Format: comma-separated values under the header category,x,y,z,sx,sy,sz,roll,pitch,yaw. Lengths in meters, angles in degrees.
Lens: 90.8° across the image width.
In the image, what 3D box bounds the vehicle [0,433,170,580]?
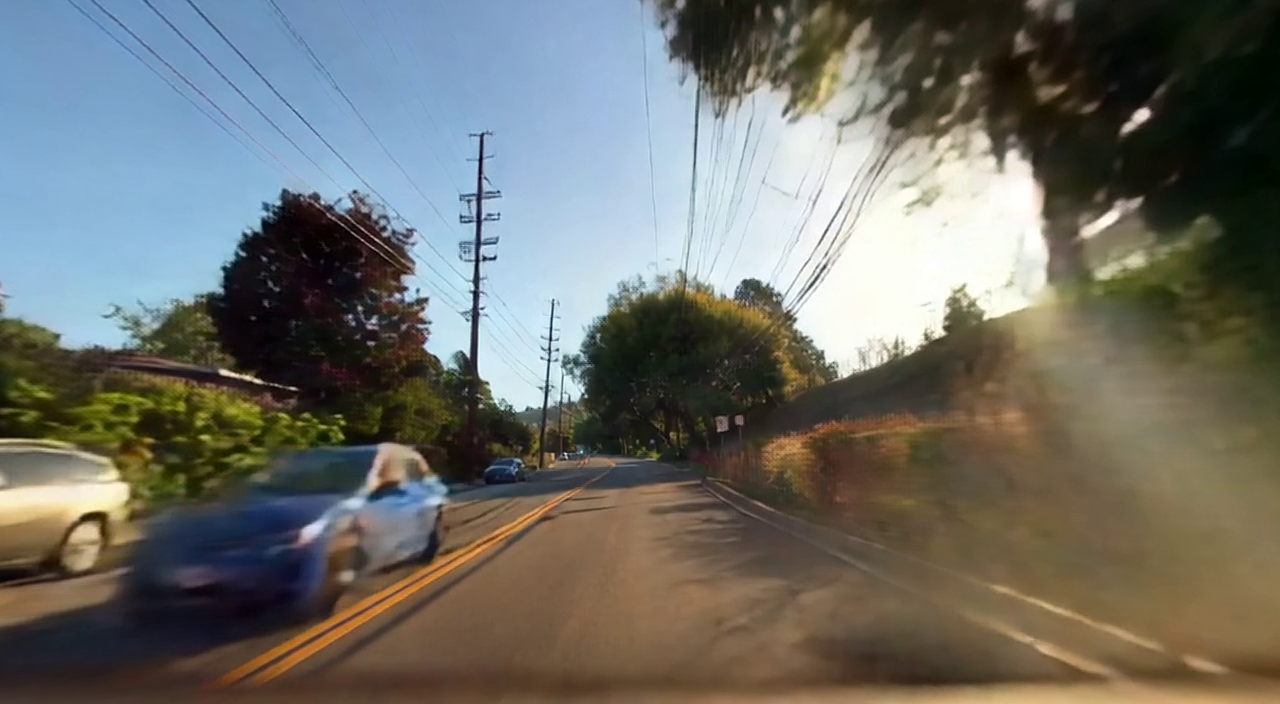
category,x,y,z,sx,sy,sz,roll,pitch,yaw
vehicle,-7.683,1.692,6.670,1.940,1.514,4.544,-4,-11,0

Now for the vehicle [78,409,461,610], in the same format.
category,x,y,z,sx,sy,sz,roll,pitch,yaw
vehicle,-3.874,1.711,7.807,2.109,1.738,4.405,0,-9,-1

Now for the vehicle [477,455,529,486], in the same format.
category,x,y,z,sx,sy,sz,roll,pitch,yaw
vehicle,-8.241,7.152,38.499,2.114,1.693,4.468,0,-9,1
